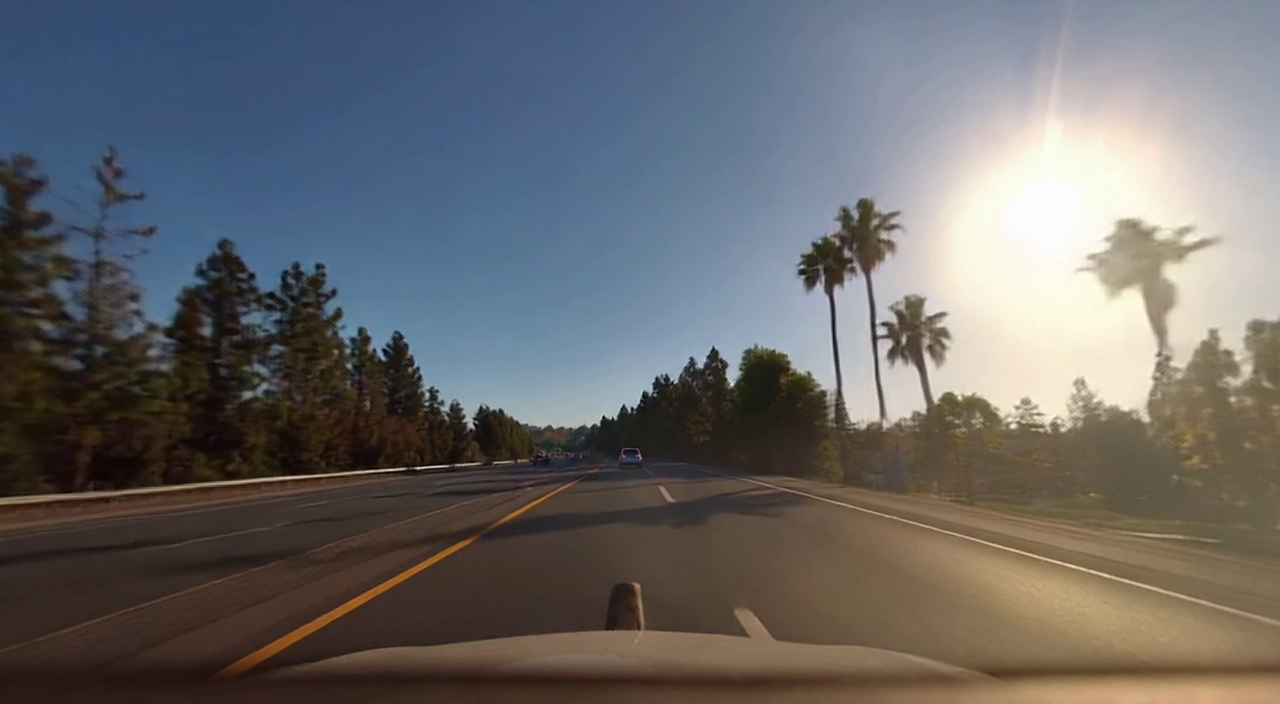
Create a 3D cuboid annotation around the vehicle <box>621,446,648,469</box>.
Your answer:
[{"bbox_3d":[-0.475,8.138,48.944,2.001,1.688,4.128,0,-8,-2],"label":"vehicle"}]
